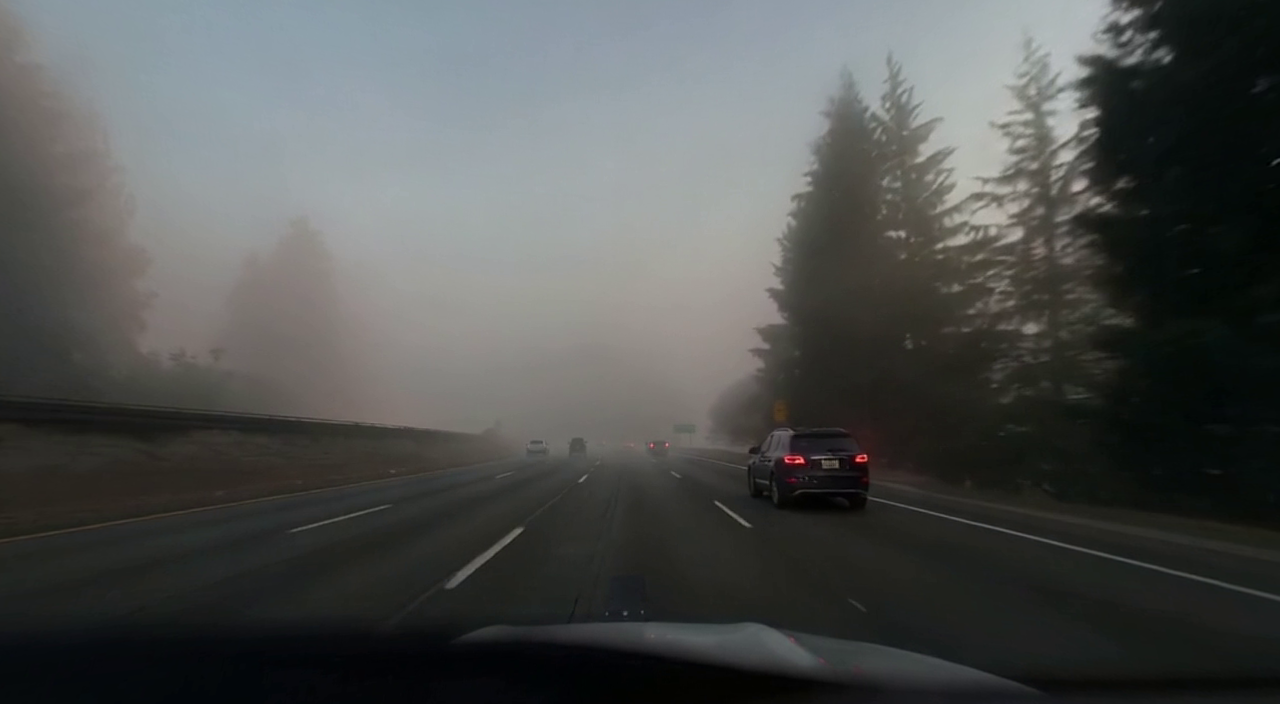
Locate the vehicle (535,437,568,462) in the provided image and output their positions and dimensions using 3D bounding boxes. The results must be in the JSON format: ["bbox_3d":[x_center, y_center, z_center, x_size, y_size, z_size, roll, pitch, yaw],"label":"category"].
[{"bbox_3d":[-6.110,6.813,44.090,2.064,1.645,4.286,1,-8,-5],"label":"vehicle"}]

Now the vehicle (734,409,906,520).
[{"bbox_3d":[3.285,2.160,12.584,2.043,1.795,4.347,0,-8,-2],"label":"vehicle"}]
